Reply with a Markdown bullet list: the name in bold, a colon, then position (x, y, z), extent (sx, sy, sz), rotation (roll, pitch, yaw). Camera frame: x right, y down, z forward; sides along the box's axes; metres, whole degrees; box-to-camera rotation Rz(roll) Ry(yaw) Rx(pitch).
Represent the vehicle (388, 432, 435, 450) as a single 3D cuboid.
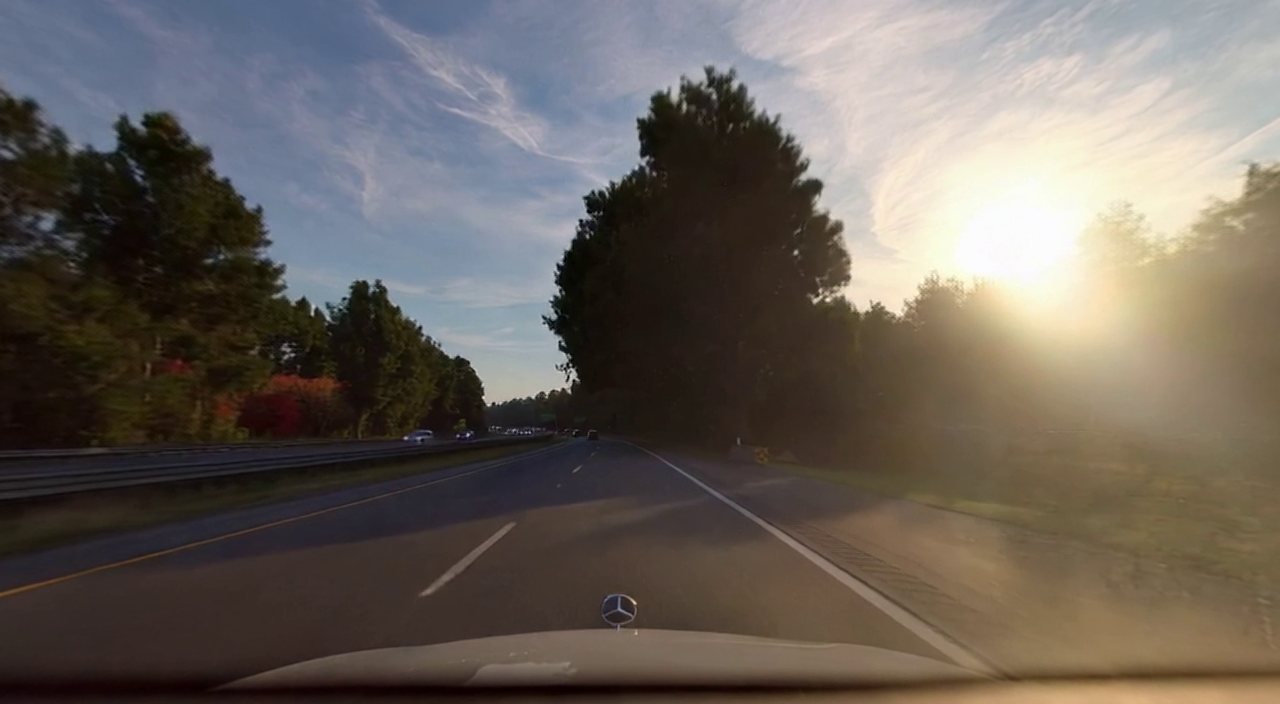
- **vehicle**: position (-17.749, 6.938, 49.150), extent (1.957, 1.378, 4.740), rotation (0, -8, -1)
